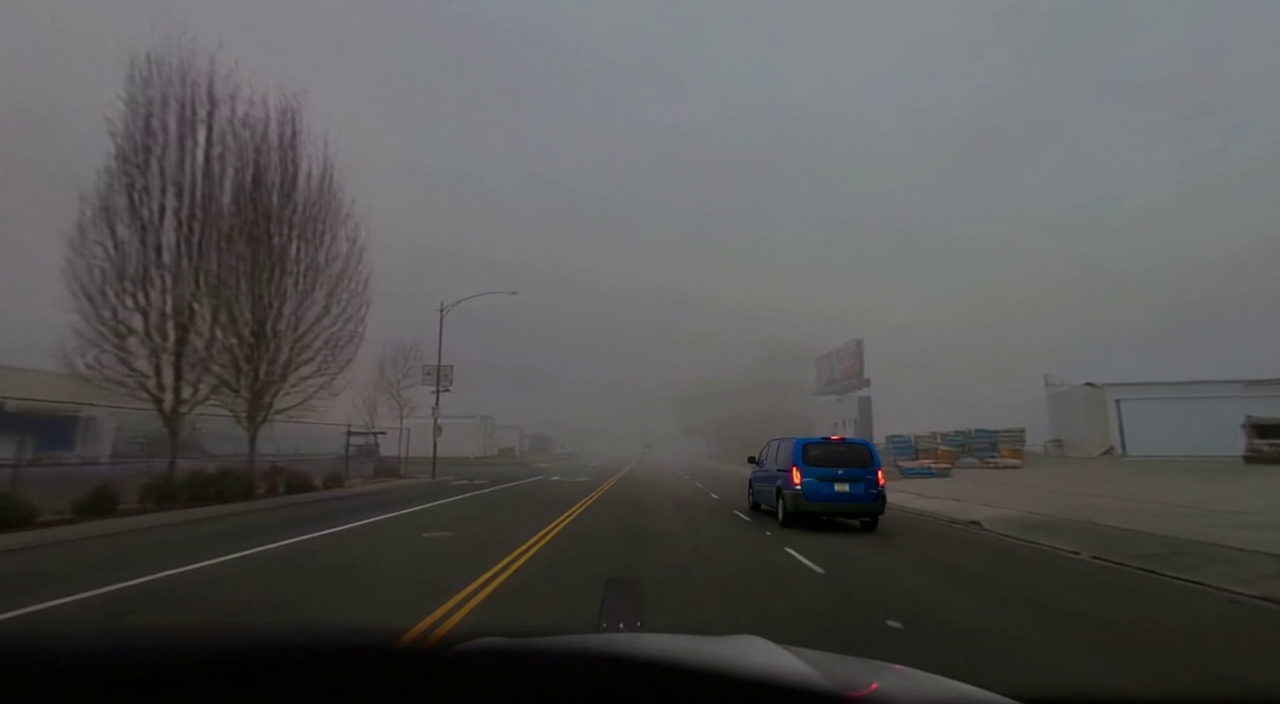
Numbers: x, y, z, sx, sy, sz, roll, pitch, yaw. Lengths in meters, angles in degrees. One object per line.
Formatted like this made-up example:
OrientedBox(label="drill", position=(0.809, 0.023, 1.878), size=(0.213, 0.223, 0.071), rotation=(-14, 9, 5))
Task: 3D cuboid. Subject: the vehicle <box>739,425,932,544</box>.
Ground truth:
OrientedBox(label="vehicle", position=(3.435, 2.441, 12.313), size=(2.202, 1.822, 4.826), rotation=(0, -9, 0))
